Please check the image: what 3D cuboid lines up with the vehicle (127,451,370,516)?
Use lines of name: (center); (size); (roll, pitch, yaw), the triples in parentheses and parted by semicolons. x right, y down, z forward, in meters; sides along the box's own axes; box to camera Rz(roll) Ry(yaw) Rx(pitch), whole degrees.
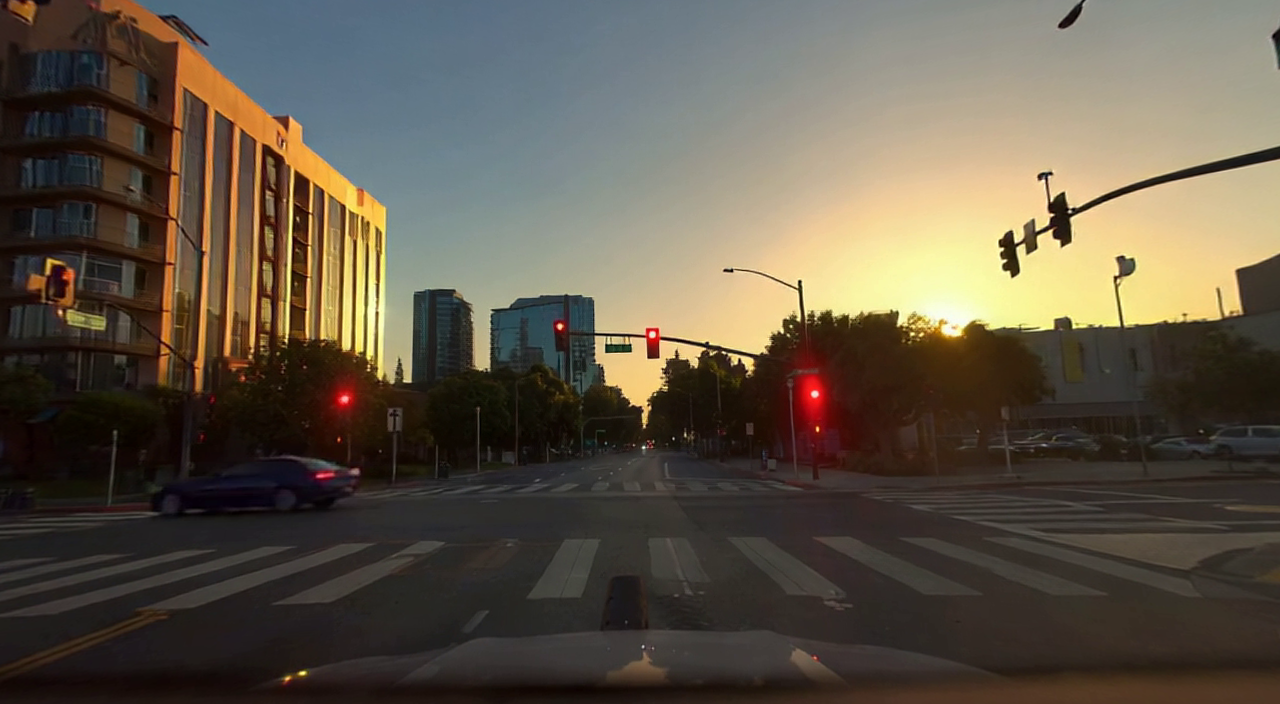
vehicle: (-9.699, 3.271, 15.925); (4.847, 1.484, 1.926); (0, -8, 1)
